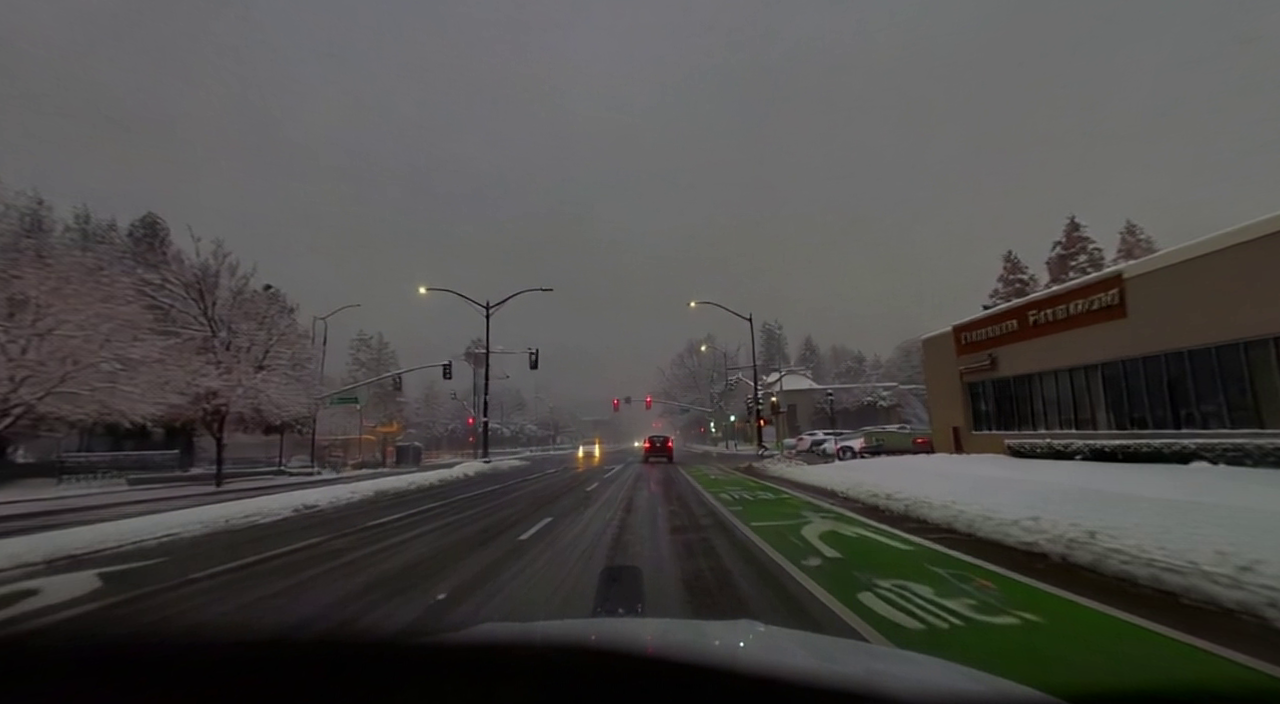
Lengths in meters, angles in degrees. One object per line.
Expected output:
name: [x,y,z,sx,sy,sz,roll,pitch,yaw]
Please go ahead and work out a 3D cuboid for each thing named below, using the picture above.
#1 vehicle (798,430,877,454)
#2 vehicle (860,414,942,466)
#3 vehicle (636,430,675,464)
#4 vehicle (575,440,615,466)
vehicle: [13.458,6.151,43.264,4.685,1.554,2.019,-1,-8,2]
vehicle: [11.928,4.100,29.296,1.996,2.172,5.298,-1,-8,6]
vehicle: [0.924,5.739,38.166,2.206,1.922,4.262,0,-8,1]
vehicle: [-2.588,5.964,37.467,1.969,1.481,3.868,-1,-8,2]
